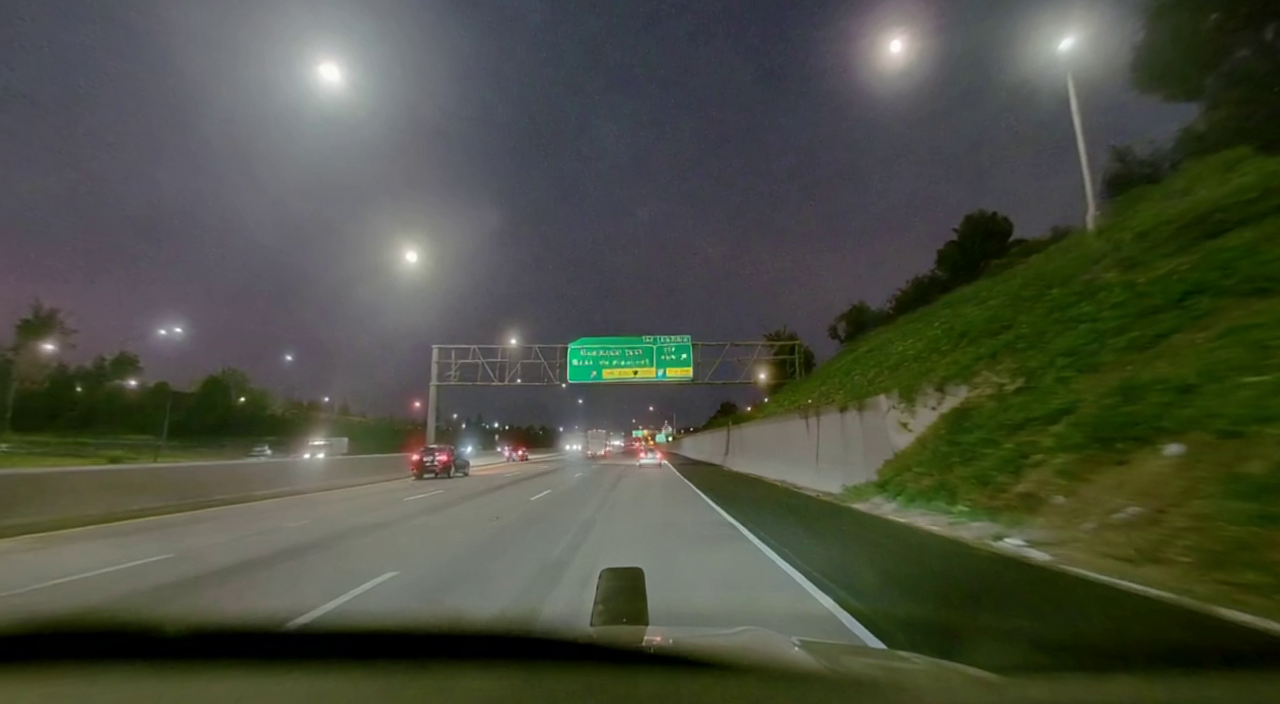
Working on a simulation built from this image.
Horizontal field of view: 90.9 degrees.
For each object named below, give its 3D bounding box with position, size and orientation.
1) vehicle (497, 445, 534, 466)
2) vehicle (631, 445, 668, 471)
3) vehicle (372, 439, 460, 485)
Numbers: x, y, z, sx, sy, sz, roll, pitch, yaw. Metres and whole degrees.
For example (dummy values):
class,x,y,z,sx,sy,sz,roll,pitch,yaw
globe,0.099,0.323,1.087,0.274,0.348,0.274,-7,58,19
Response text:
class,x,y,z,sx,sy,sz,roll,pitch,yaw
vehicle,-8.920,7.416,45.507,1.865,1.413,4.178,0,-8,0
vehicle,0.619,6.435,38.641,2.137,1.461,3.999,-1,-8,1
vehicle,-8.453,4.160,24.237,1.954,1.605,4.023,0,-8,-1
